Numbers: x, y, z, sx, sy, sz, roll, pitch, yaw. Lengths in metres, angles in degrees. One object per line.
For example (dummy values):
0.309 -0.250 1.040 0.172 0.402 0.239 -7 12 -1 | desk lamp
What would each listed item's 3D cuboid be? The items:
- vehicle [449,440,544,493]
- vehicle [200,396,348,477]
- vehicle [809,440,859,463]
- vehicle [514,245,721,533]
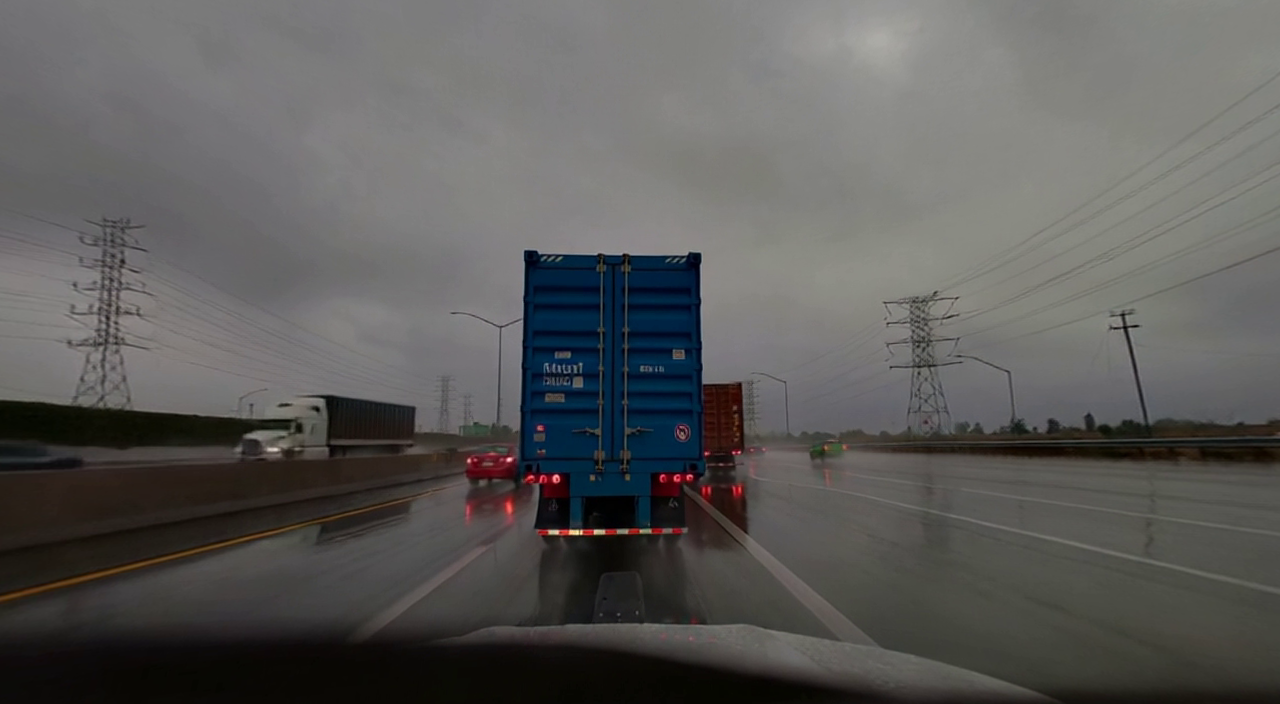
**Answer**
-4.434 3.598 20.333 1.993 1.475 4.540 -1 -9 0 | vehicle
-16.526 3.947 29.263 2.949 3.275 6.439 -1 -9 0 | vehicle
13.455 6.928 44.136 2.020 1.546 4.336 0 -9 -2 | vehicle
-0.333 1.354 14.941 2.841 4.071 12.046 -1 -9 0 | vehicle
